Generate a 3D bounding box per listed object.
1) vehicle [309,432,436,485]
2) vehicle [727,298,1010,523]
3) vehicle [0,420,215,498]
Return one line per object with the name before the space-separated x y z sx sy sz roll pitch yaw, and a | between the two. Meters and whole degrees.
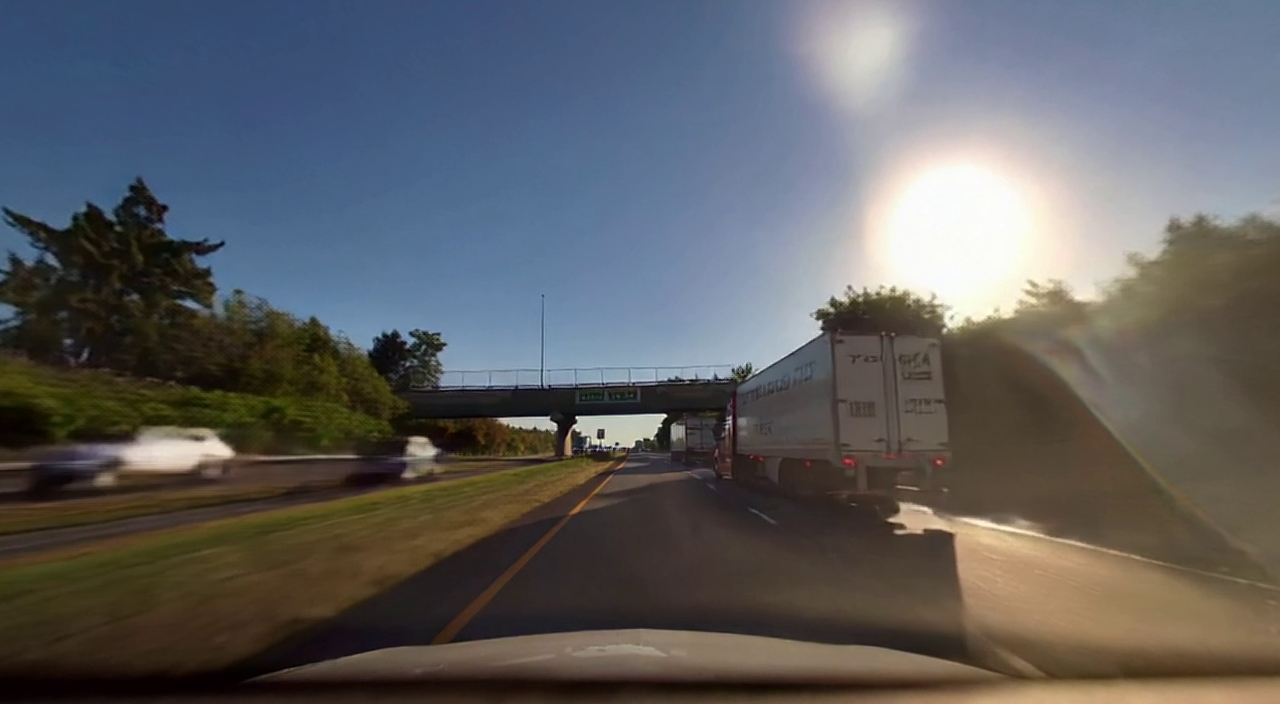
vehicle | -8.008 3.250 19.371 2.029 1.440 4.247 0 -9 0
vehicle | 5.090 2.109 18.569 2.929 4.093 14.258 0 -9 0
vehicle | -11.466 2.298 13.700 1.794 1.456 3.754 0 -9 0
